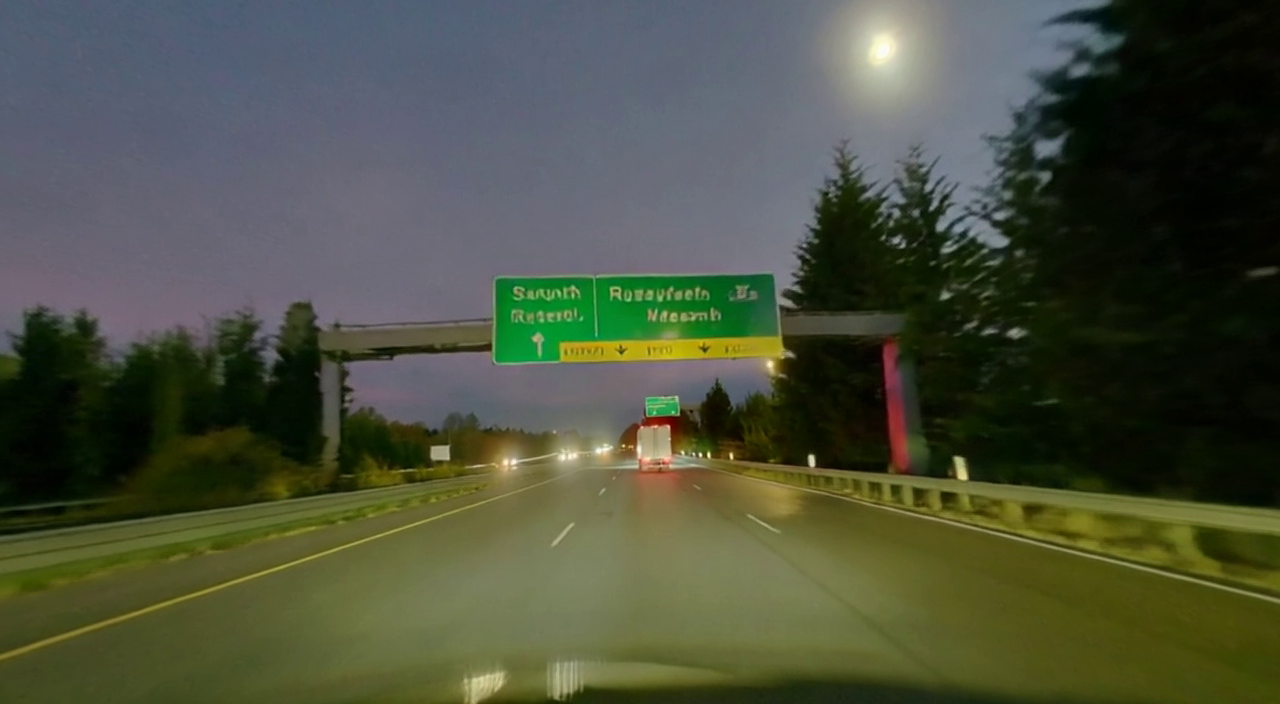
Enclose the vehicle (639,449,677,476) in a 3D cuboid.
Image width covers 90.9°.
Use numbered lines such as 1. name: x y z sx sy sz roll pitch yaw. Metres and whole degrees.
1. vehicle: 0.994 6.379 36.569 2.036 1.457 3.471 0 -9 -1
